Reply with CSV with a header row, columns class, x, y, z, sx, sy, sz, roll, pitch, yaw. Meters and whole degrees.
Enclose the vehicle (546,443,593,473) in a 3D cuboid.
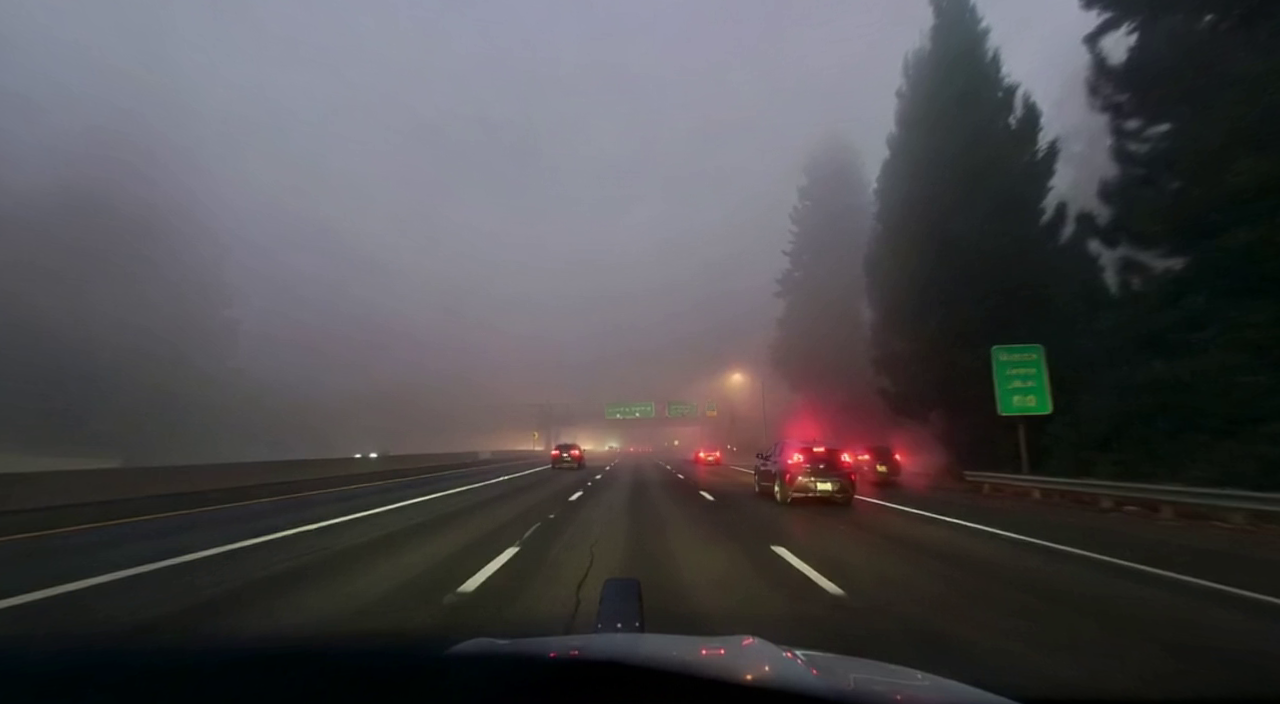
class,x,y,z,sx,sy,sz,roll,pitch,yaw
vehicle,-3.882,5.950,35.660,2.091,1.544,4.409,0,-8,1
